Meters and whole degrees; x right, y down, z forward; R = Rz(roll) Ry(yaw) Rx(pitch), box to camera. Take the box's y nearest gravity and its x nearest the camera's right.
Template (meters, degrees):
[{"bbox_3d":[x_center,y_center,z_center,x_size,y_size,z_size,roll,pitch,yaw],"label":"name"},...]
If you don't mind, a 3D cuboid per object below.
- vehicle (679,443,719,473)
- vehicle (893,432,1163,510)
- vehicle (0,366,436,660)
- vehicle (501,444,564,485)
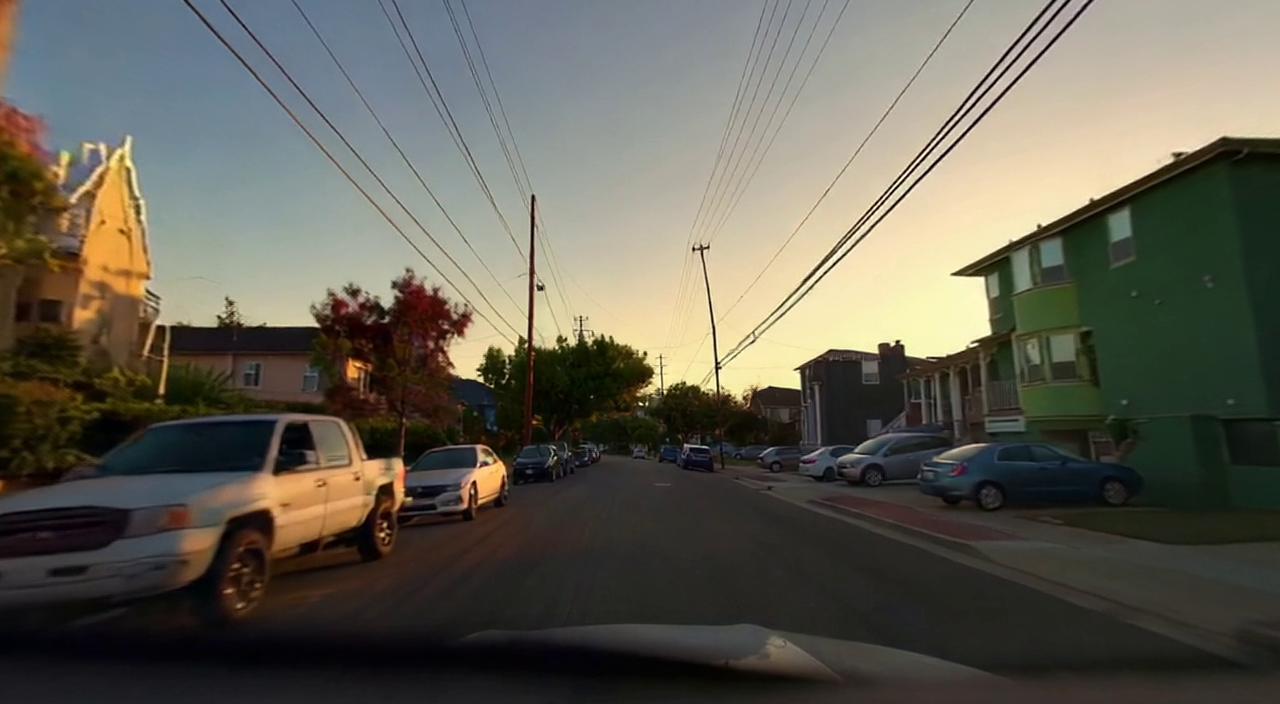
[{"bbox_3d":[3.254,5.939,35.514,1.916,1.587,3.986,0,-9,0],"label":"vehicle"},{"bbox_3d":[8.122,2.494,13.544,4.594,1.512,1.824,0,-8,-2],"label":"vehicle"},{"bbox_3d":[-4.017,1.408,6.664,2.057,1.887,5.053,0,-9,-1],"label":"vehicle"},{"bbox_3d":[-4.222,4.468,25.464,1.745,1.490,4.304,0,-9,0],"label":"vehicle"}]
